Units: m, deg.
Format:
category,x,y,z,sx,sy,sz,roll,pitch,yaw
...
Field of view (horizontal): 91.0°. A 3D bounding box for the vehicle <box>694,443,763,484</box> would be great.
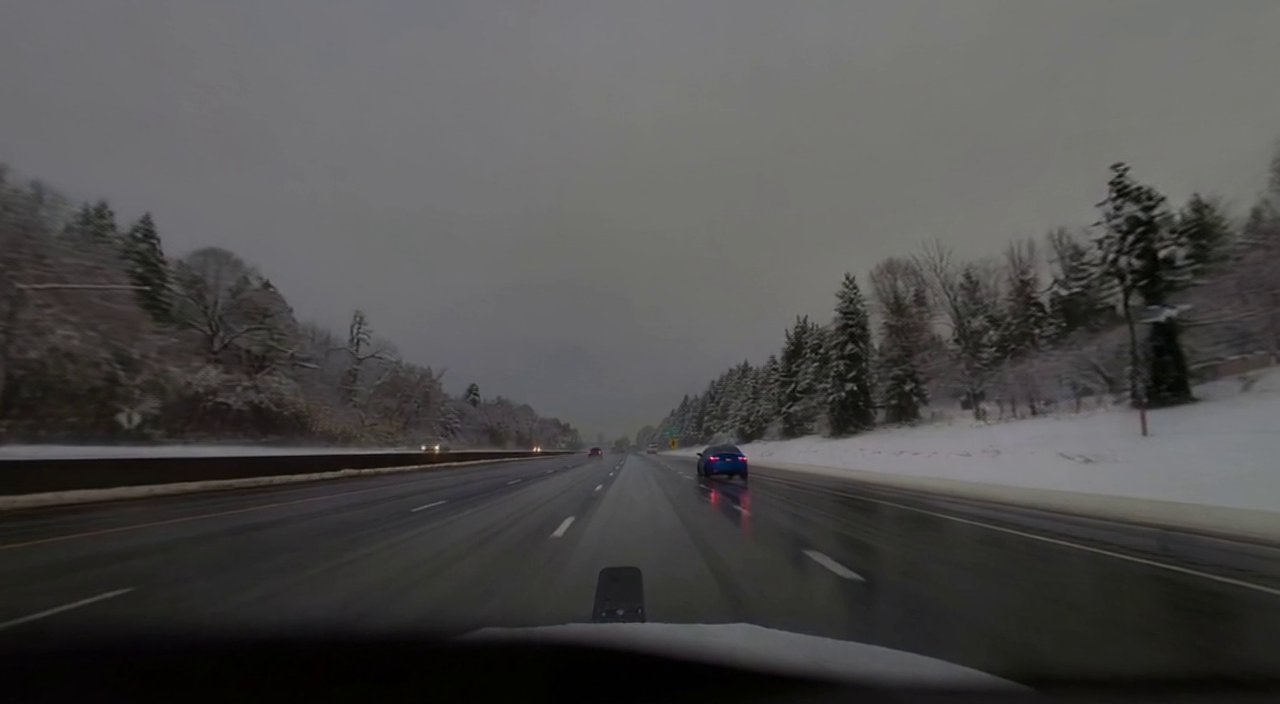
category,x,y,z,sx,sy,sz,roll,pitch,yaw
vehicle,3.407,4.402,25.196,2.033,1.501,4.398,0,-9,-1
